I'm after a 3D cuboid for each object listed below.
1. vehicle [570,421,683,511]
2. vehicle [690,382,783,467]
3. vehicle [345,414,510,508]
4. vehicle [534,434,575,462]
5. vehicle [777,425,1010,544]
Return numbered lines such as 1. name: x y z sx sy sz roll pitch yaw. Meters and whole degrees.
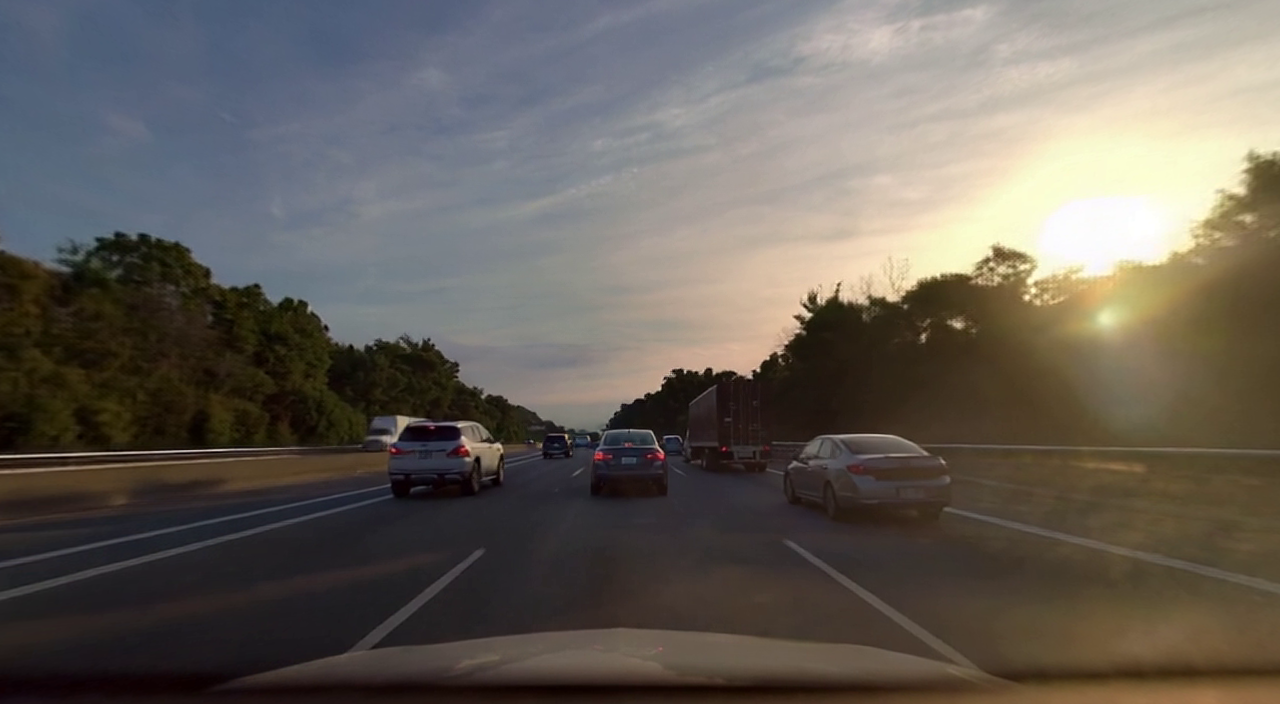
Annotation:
1. vehicle: -0.281 2.375 13.607 2.083 1.647 3.799 0 -8 -1
2. vehicle: 5.248 4.462 37.656 2.888 4.135 14.071 0 -8 -2
3. vehicle: -4.533 2.396 14.388 2.101 1.767 4.702 0 -8 0
4. vehicle: -5.239 5.914 39.086 1.971 1.648 3.983 0 -8 -1
5. vehicle: 3.642 1.947 9.975 1.951 1.477 3.963 0 -8 -1
